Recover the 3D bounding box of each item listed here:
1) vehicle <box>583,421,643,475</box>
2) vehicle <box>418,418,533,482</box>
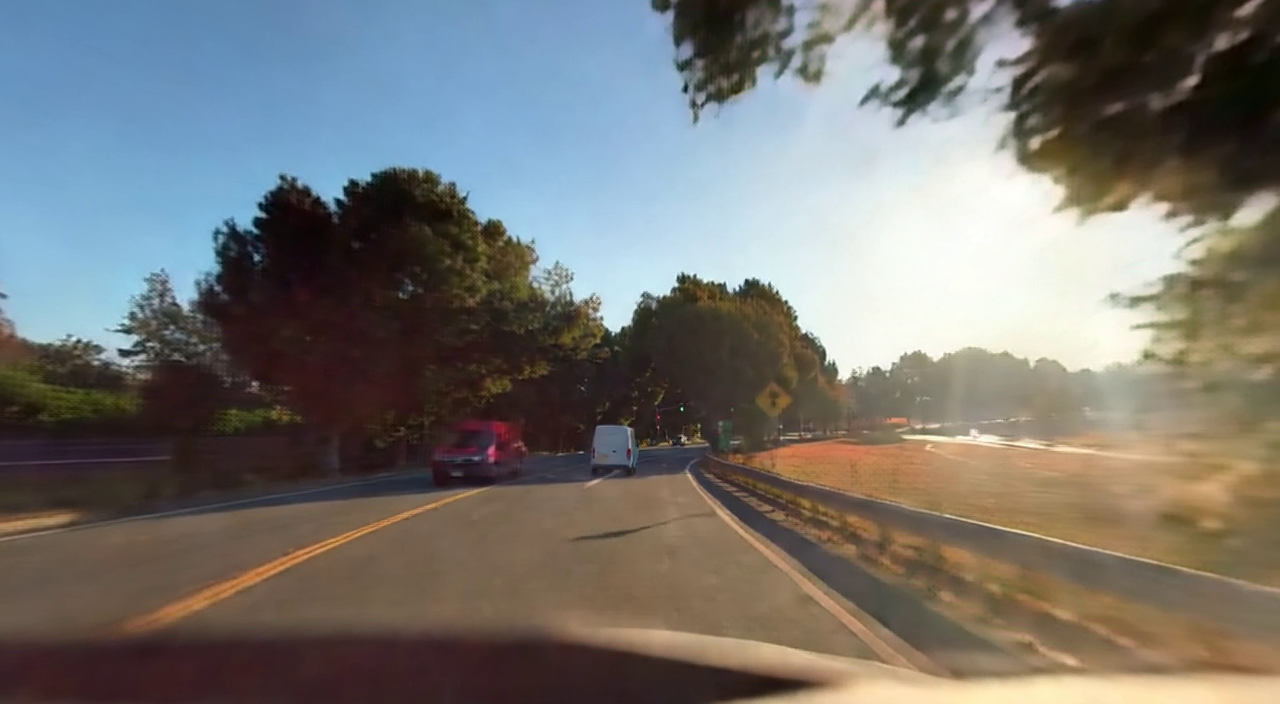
[{"bbox_3d":[-1.110,4.335,28.608,2.362,2.185,5.212,0,-8,1],"label":"vehicle"},{"bbox_3d":[-5.647,3.486,22.579,2.295,1.981,5.836,0,-8,3],"label":"vehicle"}]
